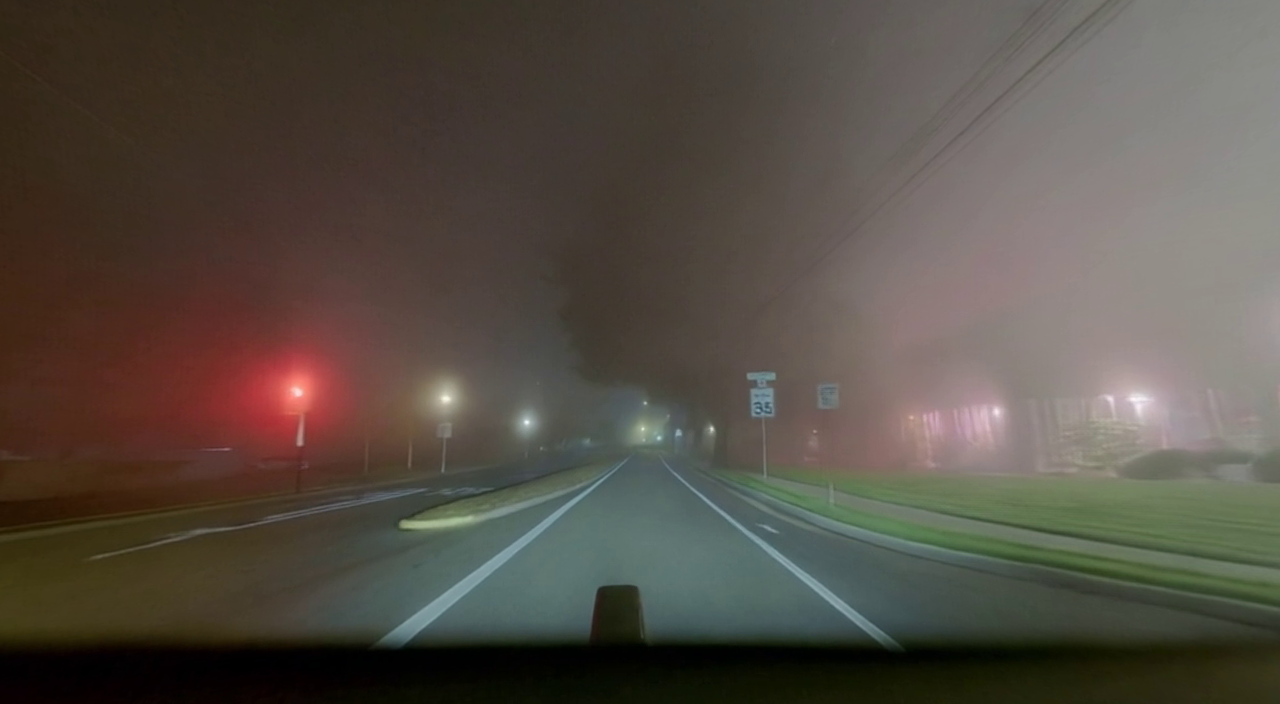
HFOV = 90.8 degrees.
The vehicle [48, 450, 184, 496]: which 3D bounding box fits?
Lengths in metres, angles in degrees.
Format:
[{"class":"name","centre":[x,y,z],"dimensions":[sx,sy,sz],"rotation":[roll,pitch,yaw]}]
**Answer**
[{"class":"vehicle","centre":[-19.253,4.410,23.528],"dimensions":[2.061,1.475,4.357],"rotation":[1,-9,-13]}]
